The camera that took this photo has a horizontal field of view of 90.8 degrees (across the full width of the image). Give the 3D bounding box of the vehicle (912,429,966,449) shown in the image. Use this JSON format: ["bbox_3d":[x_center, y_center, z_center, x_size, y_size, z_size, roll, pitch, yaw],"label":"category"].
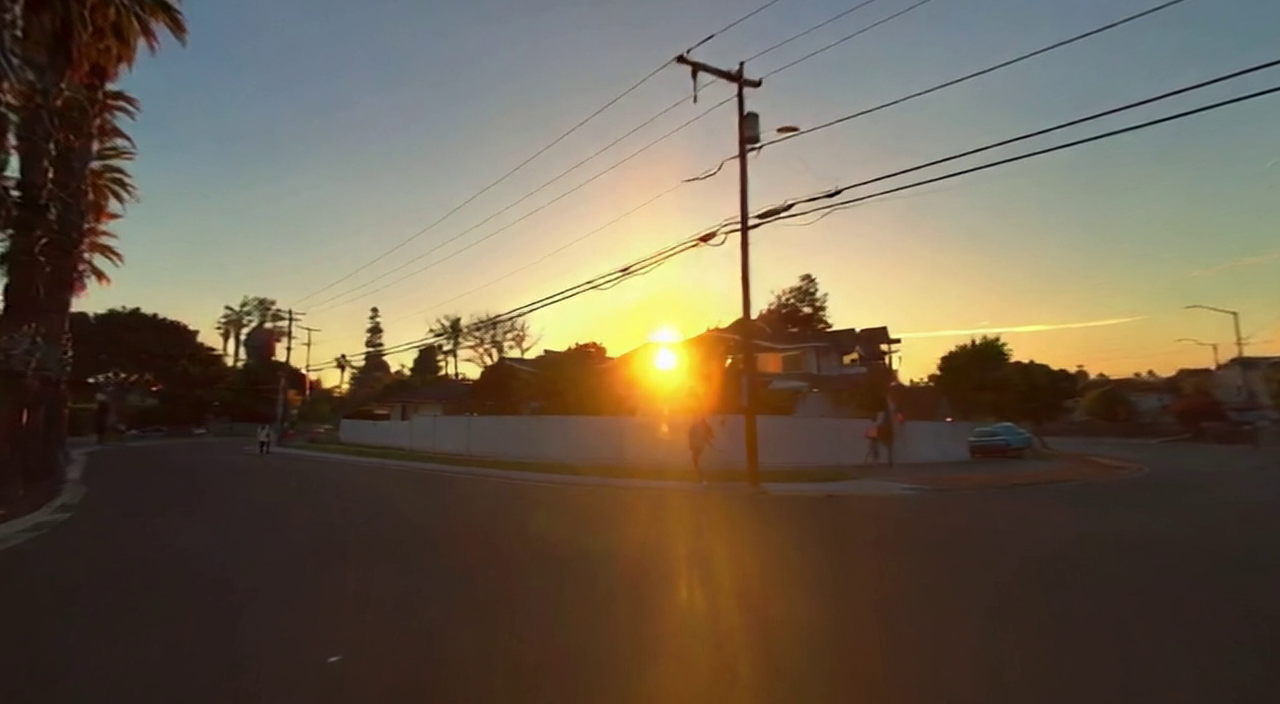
[{"bbox_3d":[23.405,6.819,49.476,3.581,1.474,1.702,-4,-9,34],"label":"vehicle"}]
